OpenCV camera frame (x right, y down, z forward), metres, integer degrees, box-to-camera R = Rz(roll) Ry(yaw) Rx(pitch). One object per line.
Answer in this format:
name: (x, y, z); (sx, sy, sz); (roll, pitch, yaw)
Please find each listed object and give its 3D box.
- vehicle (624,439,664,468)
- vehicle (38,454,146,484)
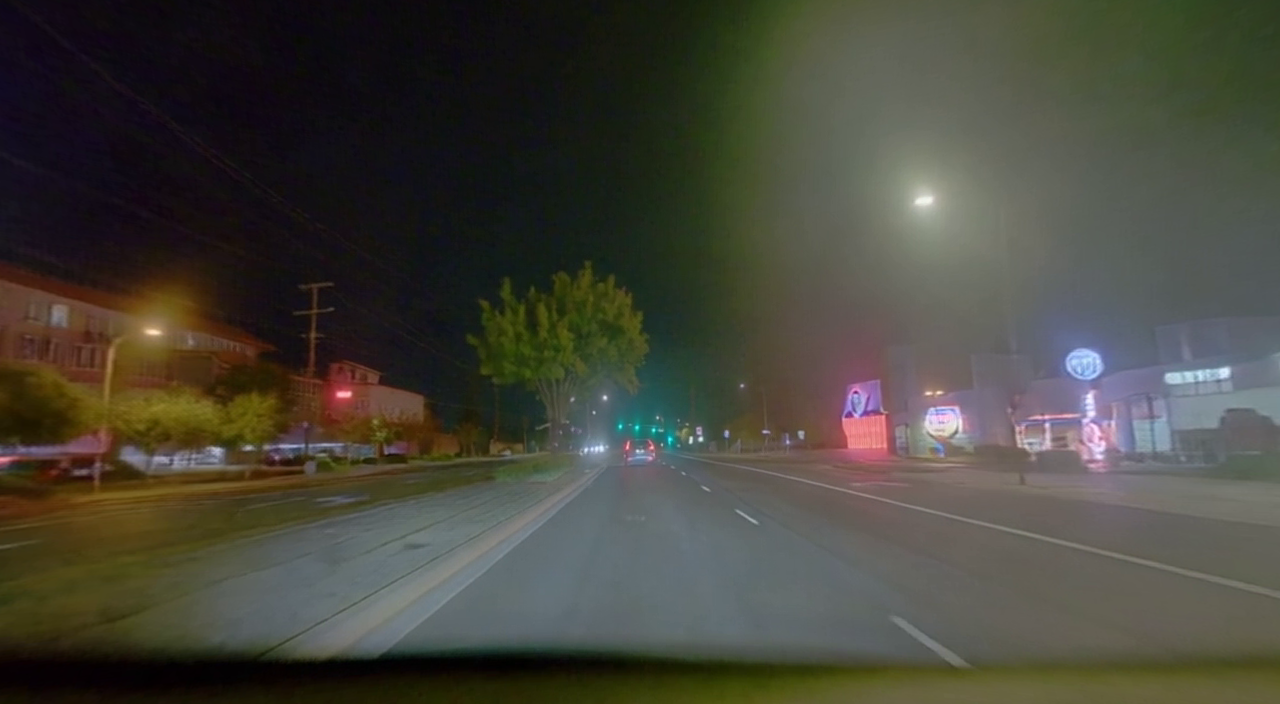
vehicle: (0.166, 5.428, 33.733); (1.998, 1.452, 3.773); (0, -8, -1)
vehicle: (-31.099, 6.632, 35.948); (1.873, 1.513, 5.019); (-3, -9, -3)
